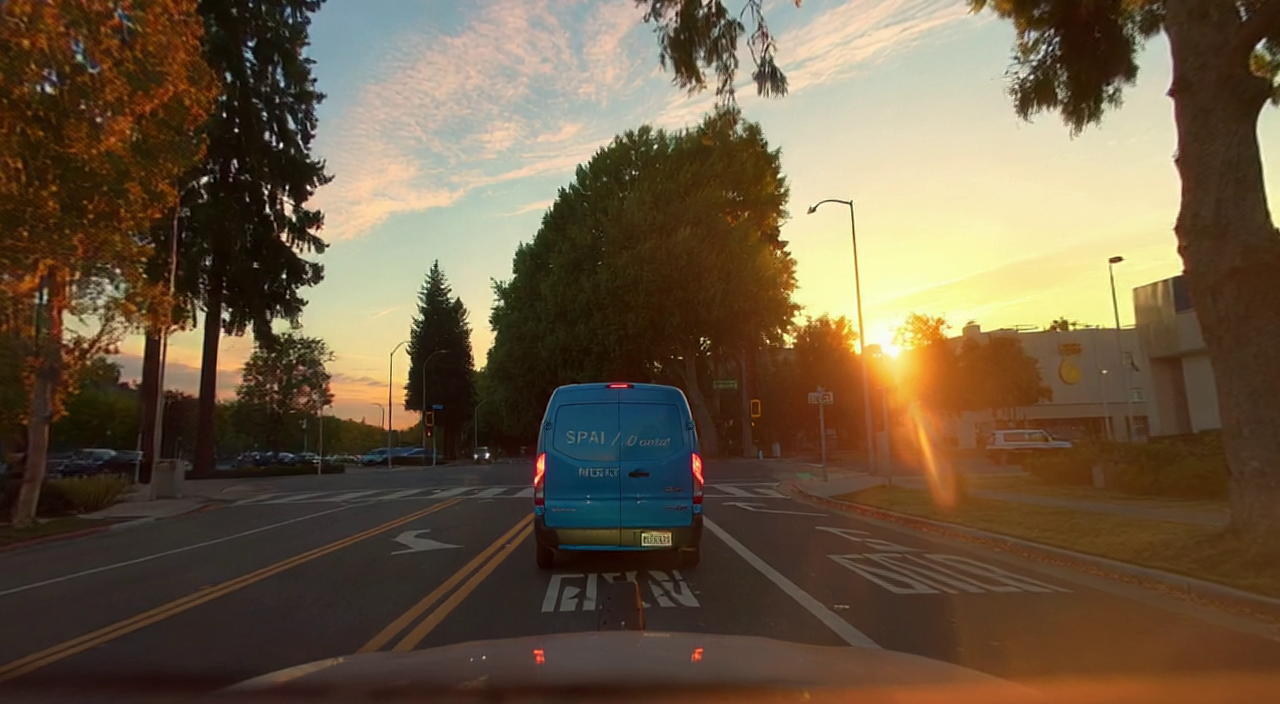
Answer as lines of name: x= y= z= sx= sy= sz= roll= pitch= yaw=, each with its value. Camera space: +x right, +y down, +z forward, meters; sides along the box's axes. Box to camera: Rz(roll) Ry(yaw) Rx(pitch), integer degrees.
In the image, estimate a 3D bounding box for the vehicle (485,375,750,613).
vehicle: x=-0.307 y=1.469 z=7.285 sx=2.181 sy=1.949 sz=3.932 roll=1 pitch=-9 yaw=-4
